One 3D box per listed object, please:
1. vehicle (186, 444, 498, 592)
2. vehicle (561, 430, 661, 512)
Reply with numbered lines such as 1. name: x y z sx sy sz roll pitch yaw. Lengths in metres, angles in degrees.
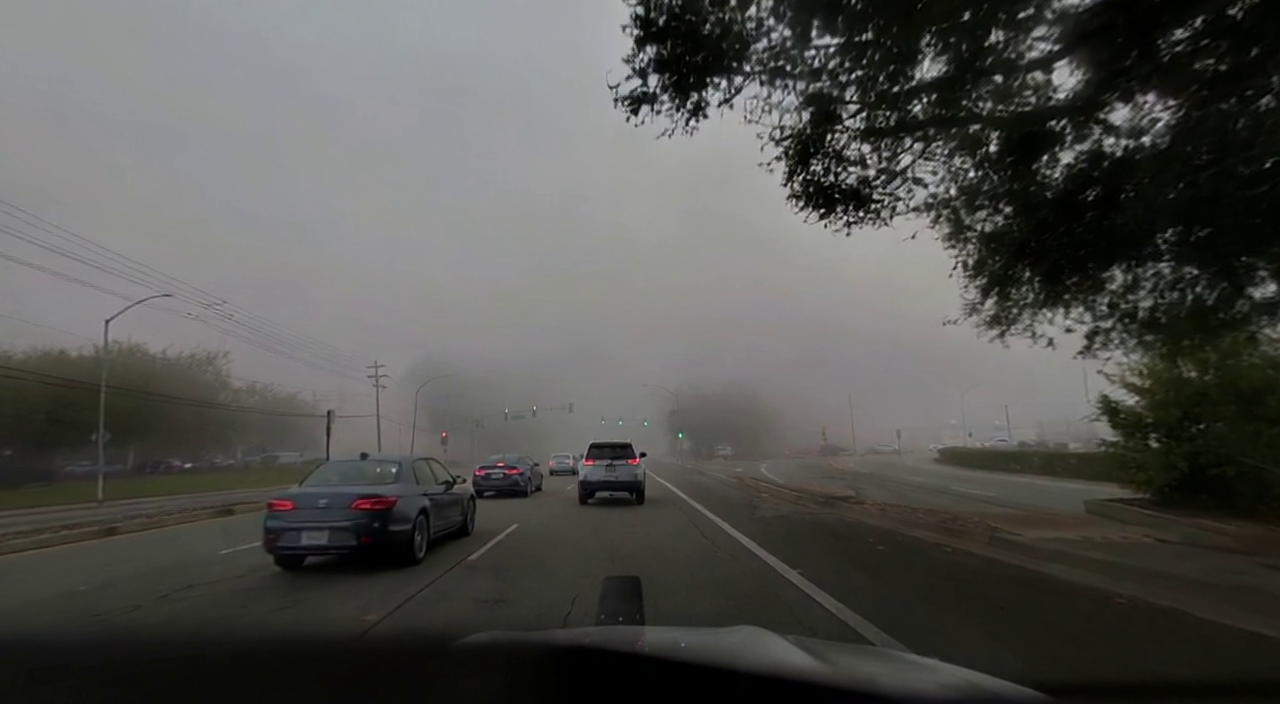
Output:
1. vehicle: -3.504 2.000 8.608 2.064 1.464 4.373 0 -8 1
2. vehicle: -0.677 3.017 16.430 2.276 1.850 3.897 0 -8 -1
